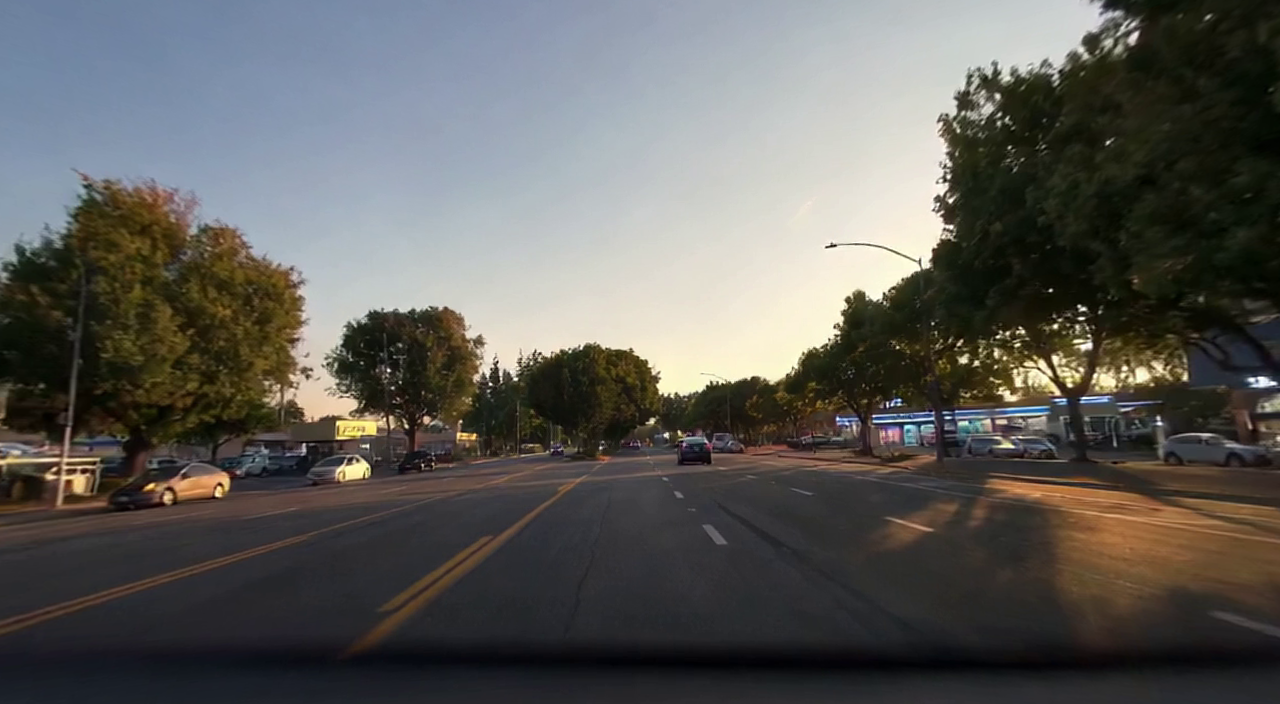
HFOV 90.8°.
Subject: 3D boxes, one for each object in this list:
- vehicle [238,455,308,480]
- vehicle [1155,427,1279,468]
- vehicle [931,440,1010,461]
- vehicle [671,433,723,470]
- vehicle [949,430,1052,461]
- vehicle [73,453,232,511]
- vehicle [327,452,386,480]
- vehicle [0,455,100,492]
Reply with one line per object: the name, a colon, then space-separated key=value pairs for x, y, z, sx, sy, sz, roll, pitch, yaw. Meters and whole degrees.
vehicle: x=-24.073 y=7.568 z=41.663 sx=1.831 sy=1.452 sz=4.727 roll=0 pitch=-9 yaw=-1
vehicle: x=30.740 y=4.941 z=32.651 sx=2.297 sy=1.933 sz=5.803 roll=6 pitch=-11 yaw=-37
vehicle: x=23.180 y=6.921 z=44.394 sx=1.777 sy=1.432 sz=4.487 roll=7 pitch=-11 yaw=-37
vehicle: x=2.656 y=4.768 z=30.396 sx=1.957 sy=1.643 sz=4.226 roll=0 pitch=-9 yaw=-2
vehicle: x=25.884 y=6.738 z=45.593 sx=2.185 sy=2.098 sz=5.912 roll=6 pitch=-11 yaw=-35
vehicle: x=-18.010 y=4.774 z=23.766 sx=1.956 sy=1.854 sz=5.008 roll=0 pitch=-9 yaw=0
vehicle: x=-17.990 y=7.217 z=40.294 sx=1.858 sy=1.600 sz=4.118 roll=0 pitch=-9 yaw=-1
vehicle: x=-33.191 y=6.667 z=34.810 sx=4.705 sy=1.901 sz=2.120 roll=1 pitch=-9 yaw=-4
